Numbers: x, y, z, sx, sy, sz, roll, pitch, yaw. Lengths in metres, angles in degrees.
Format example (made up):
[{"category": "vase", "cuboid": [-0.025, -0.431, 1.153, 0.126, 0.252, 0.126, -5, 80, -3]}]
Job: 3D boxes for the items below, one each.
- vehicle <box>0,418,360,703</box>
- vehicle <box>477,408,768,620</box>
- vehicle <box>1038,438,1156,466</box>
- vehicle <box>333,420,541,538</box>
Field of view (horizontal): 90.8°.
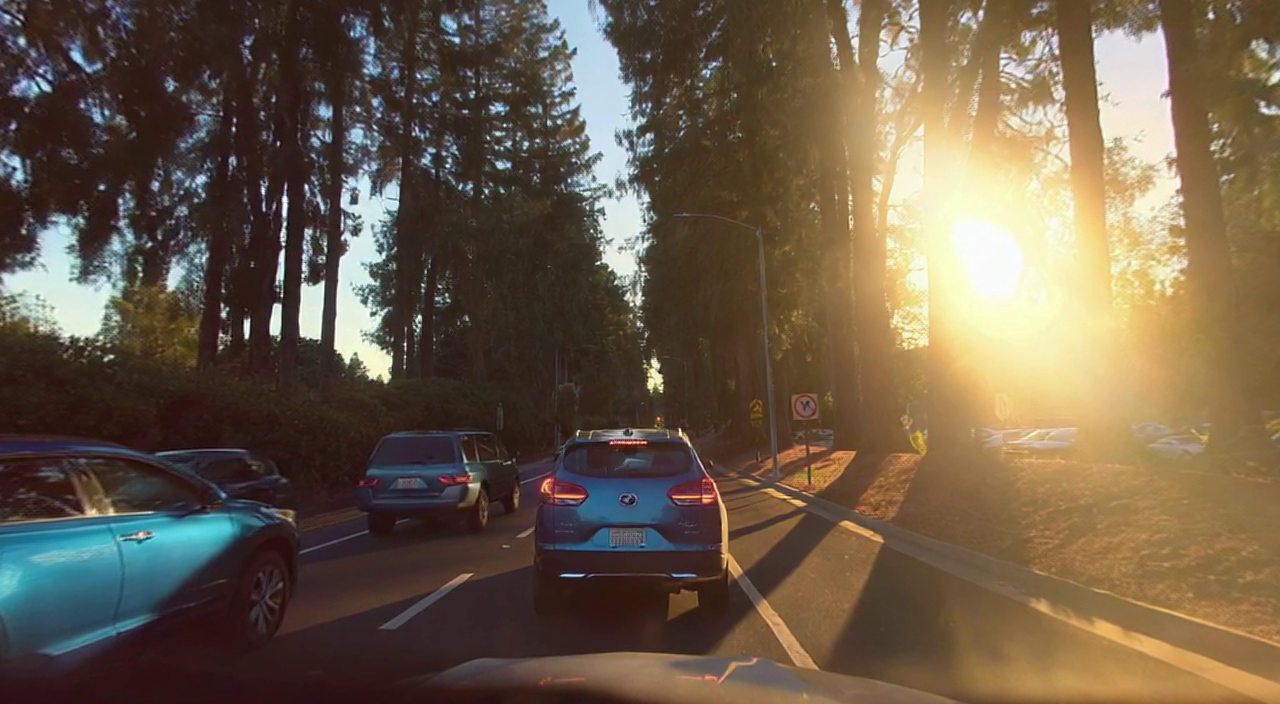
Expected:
[{"category": "vehicle", "cuboid": [-3.697, 1.171, 3.734, 1.922, 1.464, 4.424, 0, -8, 2]}, {"category": "vehicle", "cuboid": [-0.041, 1.527, 6.865, 2.229, 1.591, 3.897, -1, -8, 3]}, {"category": "vehicle", "cuboid": [28.466, 6.214, 39.451, 5.955, 1.702, 2.166, 1, -8, -6]}, {"category": "vehicle", "cuboid": [-3.422, 2.247, 11.838, 2.188, 1.745, 4.618, 0, -8, 2]}]
